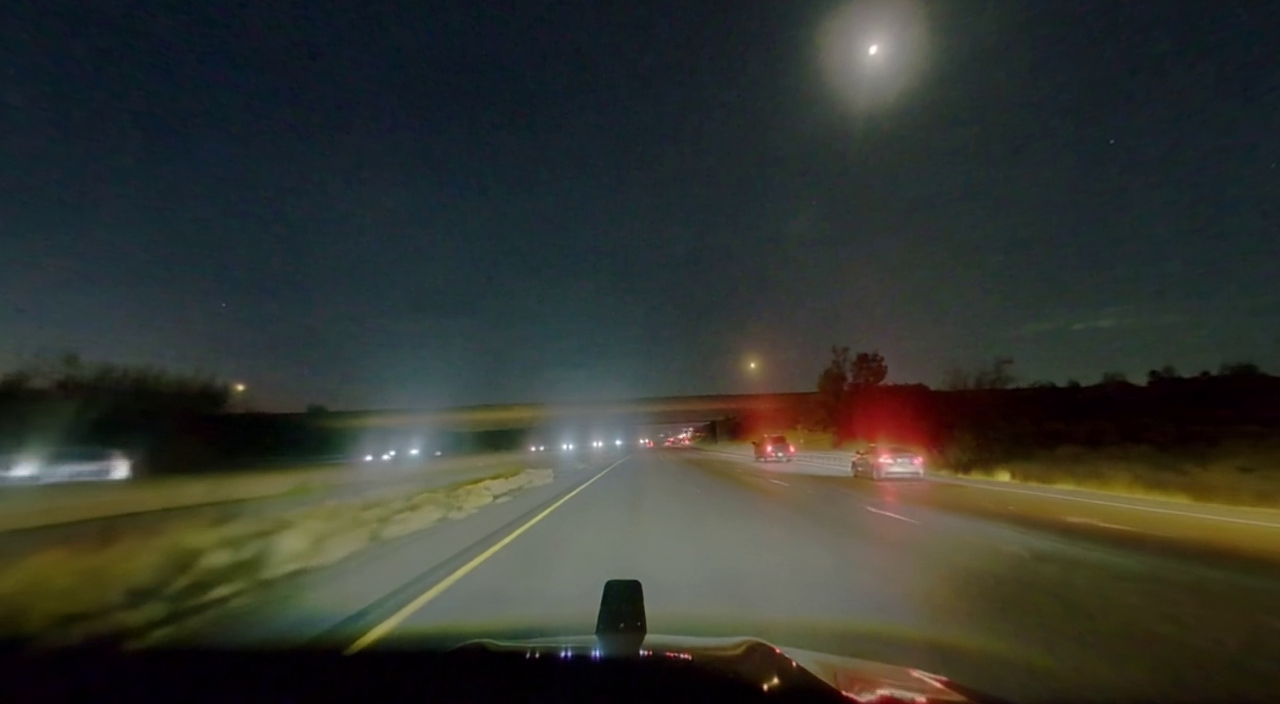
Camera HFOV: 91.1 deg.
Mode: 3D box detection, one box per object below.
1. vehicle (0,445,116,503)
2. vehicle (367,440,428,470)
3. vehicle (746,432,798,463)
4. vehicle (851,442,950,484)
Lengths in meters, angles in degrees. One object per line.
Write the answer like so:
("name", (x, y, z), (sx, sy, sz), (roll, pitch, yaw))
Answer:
("vehicle", (-21.112, 4.043, 21.088), (2.144, 1.820, 5.607), (0, -9, 0))
("vehicle", (-16.870, 7.196, 44.011), (2.211, 1.923, 4.894), (0, -9, 1))
("vehicle", (9.246, 6.783, 44.471), (2.362, 2.037, 5.409), (0, -9, -2))
("vehicle", (9.919, 4.232, 24.295), (1.927, 1.472, 4.076), (0, -9, -2))
